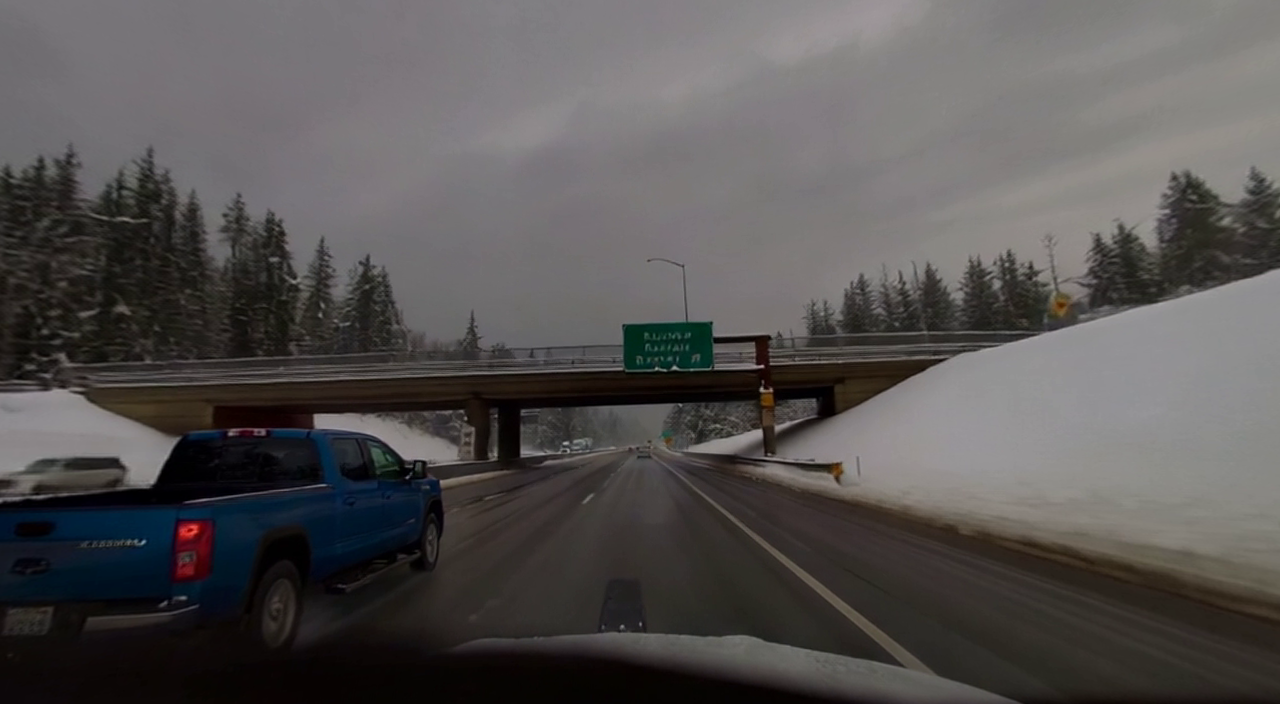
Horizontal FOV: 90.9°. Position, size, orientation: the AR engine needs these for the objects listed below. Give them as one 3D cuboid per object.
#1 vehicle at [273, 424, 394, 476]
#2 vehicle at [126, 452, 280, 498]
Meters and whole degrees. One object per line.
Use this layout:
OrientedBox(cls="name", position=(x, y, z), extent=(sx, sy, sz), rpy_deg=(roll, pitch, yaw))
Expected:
OrientedBox(cls="vehicle", position=(-21.573, 6.985, 45.481), extent=(3.101, 3.238, 10.911), rpy_deg=(-1, -8, 1))
OrientedBox(cls="vehicle", position=(-21.936, 6.173, 32.281), extent=(2.698, 1.930, 7.081), rpy_deg=(-1, -8, 2))
